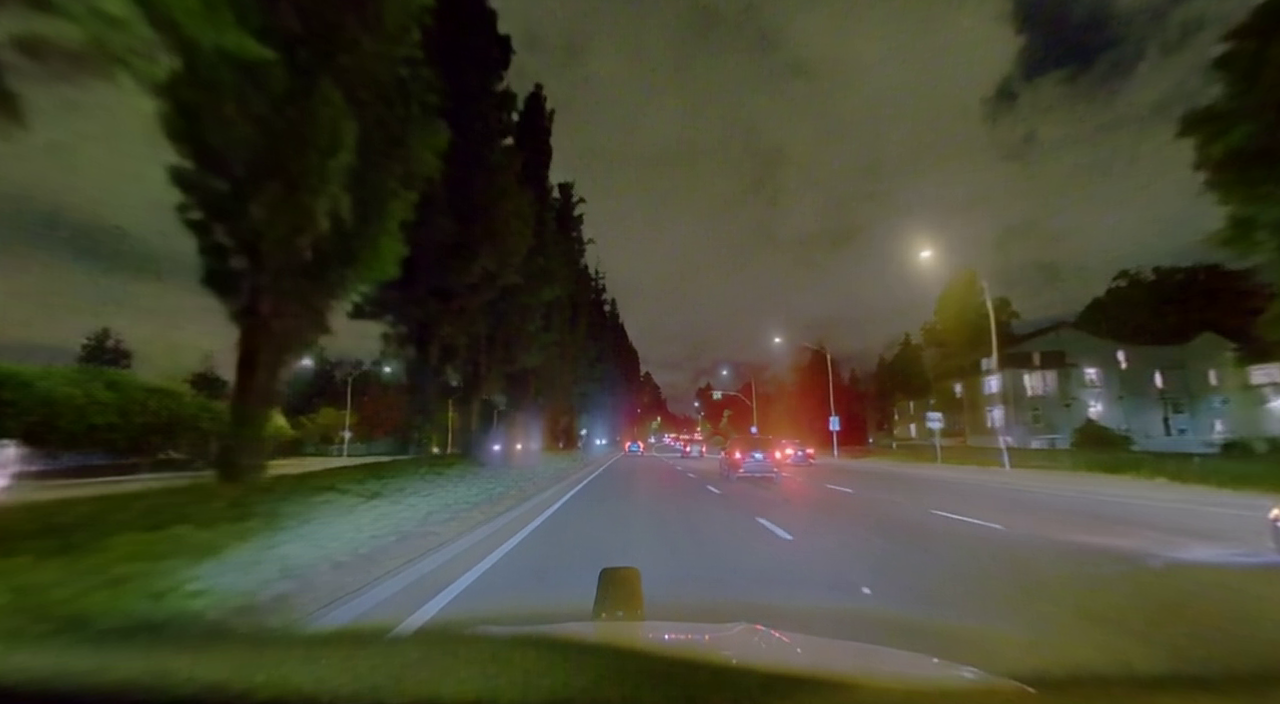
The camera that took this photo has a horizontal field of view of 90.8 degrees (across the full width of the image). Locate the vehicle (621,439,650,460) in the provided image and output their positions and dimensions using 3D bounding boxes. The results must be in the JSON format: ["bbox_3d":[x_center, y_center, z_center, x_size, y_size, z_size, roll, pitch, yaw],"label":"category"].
[{"bbox_3d":[-0.341,6.958,44.991,1.988,1.418,4.214,0,-9,-1],"label":"vehicle"}]

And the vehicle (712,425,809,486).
[{"bbox_3d":[3.871,3.474,21.327,2.209,1.813,4.724,0,-9,-2],"label":"vehicle"}]

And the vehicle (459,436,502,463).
[{"bbox_3d":[-10.742,6.620,42.886,2.058,1.716,4.266,1,-9,-3],"label":"vehicle"}]

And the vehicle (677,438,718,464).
[{"bbox_3d":[3.470,6.140,39.108,2.064,1.474,4.389,0,-9,-1],"label":"vehicle"}]
